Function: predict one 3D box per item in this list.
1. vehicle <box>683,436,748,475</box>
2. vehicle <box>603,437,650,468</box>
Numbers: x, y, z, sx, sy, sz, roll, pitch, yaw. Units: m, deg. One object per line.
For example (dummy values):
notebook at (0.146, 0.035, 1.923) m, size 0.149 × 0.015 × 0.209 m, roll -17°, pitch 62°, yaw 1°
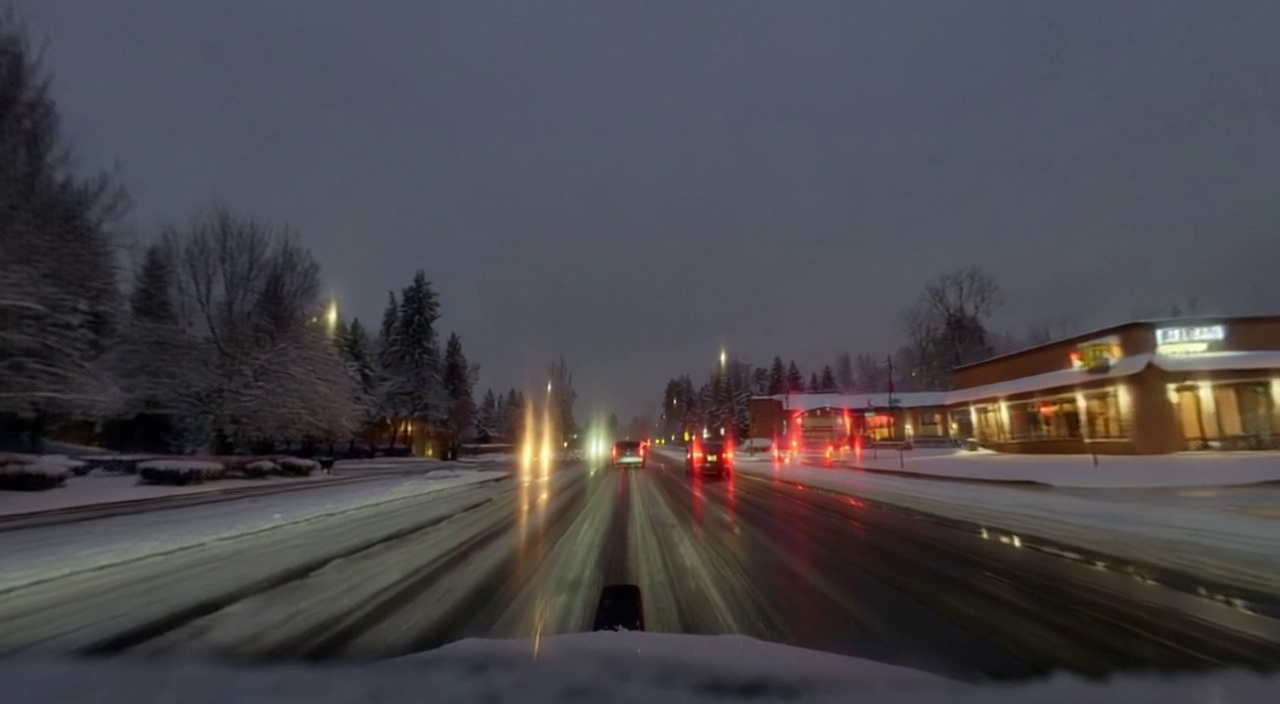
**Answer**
vehicle at (3.035, 4.261, 26.444) m, size 2.057 × 1.491 × 4.675 m, roll 0°, pitch -8°, yaw -1°
vehicle at (-0.609, 5.073, 32.209) m, size 2.242 × 1.474 × 4.127 m, roll 0°, pitch -8°, yaw 0°
